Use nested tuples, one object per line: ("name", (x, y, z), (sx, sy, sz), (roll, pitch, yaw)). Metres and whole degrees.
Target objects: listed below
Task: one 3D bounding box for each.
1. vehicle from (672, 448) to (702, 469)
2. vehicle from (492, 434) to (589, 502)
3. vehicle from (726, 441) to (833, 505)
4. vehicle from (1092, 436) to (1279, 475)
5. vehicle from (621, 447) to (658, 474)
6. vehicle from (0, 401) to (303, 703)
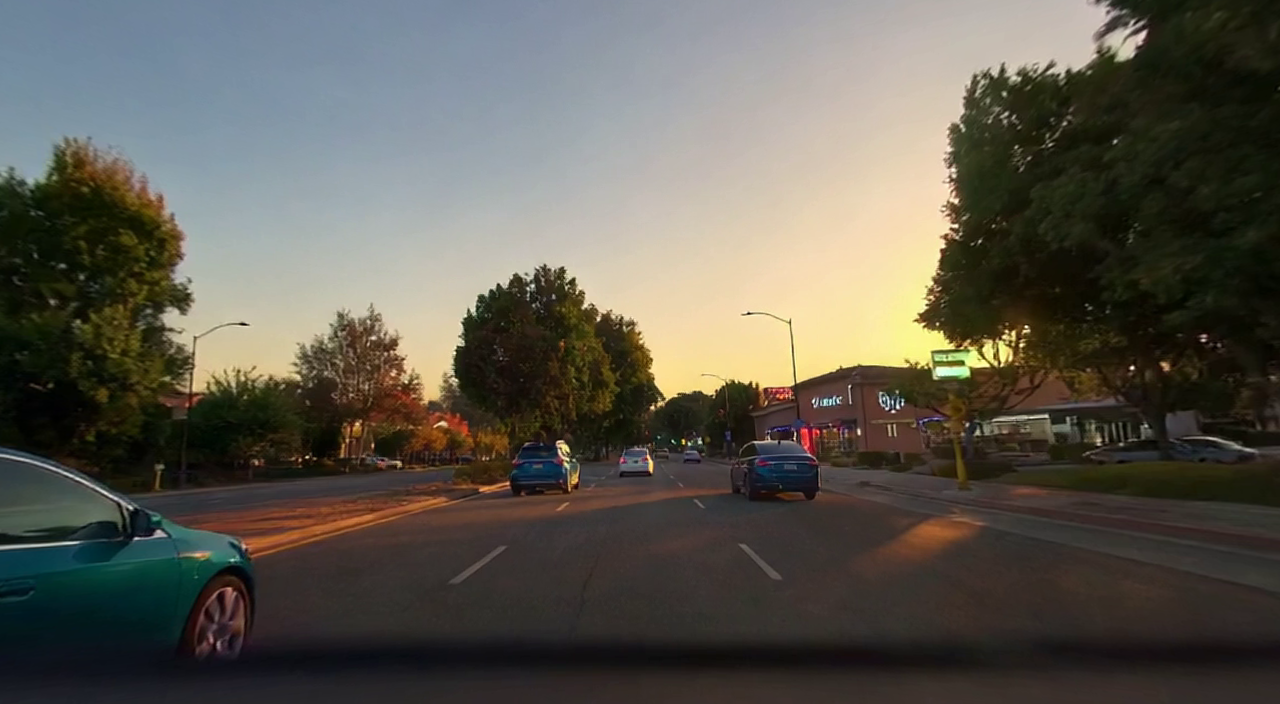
("vehicle", (3.595, 8.186, 48.742), (1.986, 1.494, 4.142), (0, -8, -1))
("vehicle", (-2.874, 3.477, 19.347), (2.193, 1.788, 4.603), (0, -8, 0))
("vehicle", (3.613, 3.210, 17.202), (1.904, 1.490, 4.299), (0, -8, -1))
("vehicle", (19.797, 3.792, 23.067), (4.938, 1.368, 1.842), (-1, -9, 4))
("vehicle", (-0.030, 6.343, 36.951), (2.069, 1.445, 3.965), (0, -8, 0))
("vehicle", (-2.933, 0.782, 1.179), (1.956, 1.460, 4.802), (0, -8, 0))
